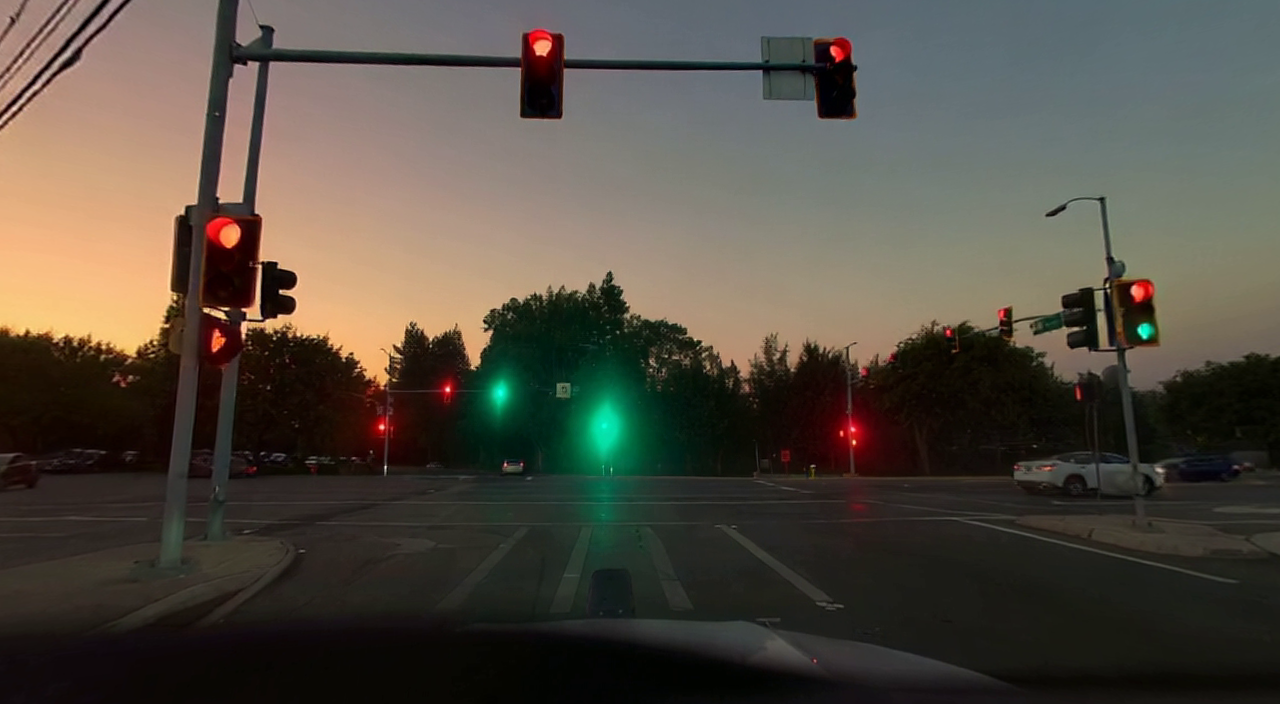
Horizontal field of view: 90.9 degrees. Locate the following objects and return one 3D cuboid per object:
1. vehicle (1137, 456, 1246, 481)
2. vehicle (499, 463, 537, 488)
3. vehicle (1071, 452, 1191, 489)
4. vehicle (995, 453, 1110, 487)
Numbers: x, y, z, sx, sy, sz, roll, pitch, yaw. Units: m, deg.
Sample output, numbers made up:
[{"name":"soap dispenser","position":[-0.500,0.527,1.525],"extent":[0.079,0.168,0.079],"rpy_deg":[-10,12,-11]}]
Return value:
[{"name":"vehicle","position":[33.505,7.104,38.410],"extent":[4.555,1.474,1.914],"rpy_deg":[-1,-11,8]},{"name":"vehicle","position":[-9.033,9.201,46.941],"extent":[2.045,1.608,3.709],"rpy_deg":[0,-8,1]},{"name":"vehicle","position":[22.672,5.465,29.189],"extent":[3.998,1.590,1.936],"rpy_deg":[1,-11,-6]},{"name":"vehicle","position":[21.171,6.112,32.466],"extent":[4.455,1.647,2.124],"rpy_deg":[1,-12,-6]}]
